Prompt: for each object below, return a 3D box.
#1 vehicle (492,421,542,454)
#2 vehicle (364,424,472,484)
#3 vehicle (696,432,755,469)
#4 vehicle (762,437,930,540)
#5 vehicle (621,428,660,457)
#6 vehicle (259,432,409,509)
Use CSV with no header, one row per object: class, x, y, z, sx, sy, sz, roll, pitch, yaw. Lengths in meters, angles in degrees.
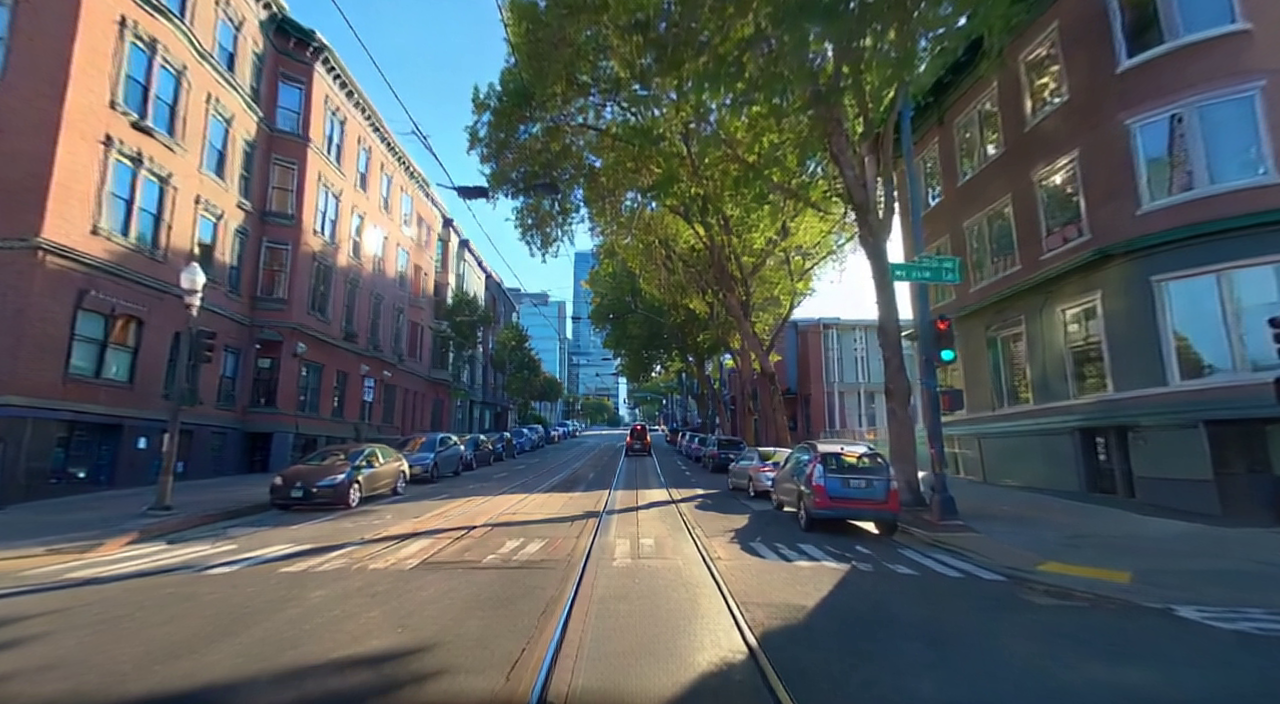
vehicle,-7.354,5.201,38.248,2.049,1.821,5.066,0,-8,0
vehicle,-7.382,3.469,21.578,1.861,1.751,4.550,1,-9,2
vehicle,3.776,4.431,28.617,1.890,1.559,4.281,0,-8,-2
vehicle,3.911,2.614,12.865,1.929,1.723,4.134,0,-8,-1
vehicle,-0.019,5.075,35.484,1.984,1.571,3.404,0,-8,-3
vehicle,-7.358,2.922,15.702,1.779,1.588,3.953,2,-10,-2
